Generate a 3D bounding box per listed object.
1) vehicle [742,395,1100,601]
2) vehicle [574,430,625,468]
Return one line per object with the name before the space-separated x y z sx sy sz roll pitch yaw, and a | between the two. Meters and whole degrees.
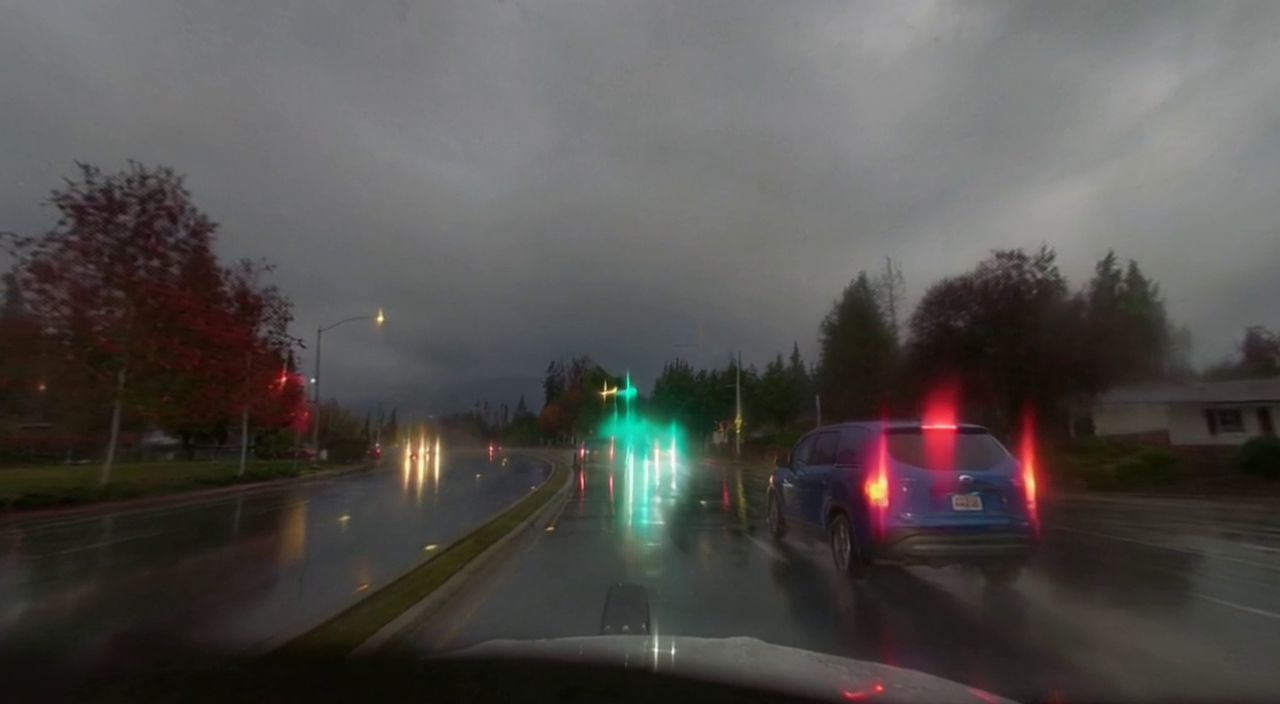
vehicle | 2.703 1.525 7.560 2.024 1.686 4.588 0 -8 -2
vehicle | -2.238 5.111 33.450 2.185 1.822 4.583 1 -8 -10
